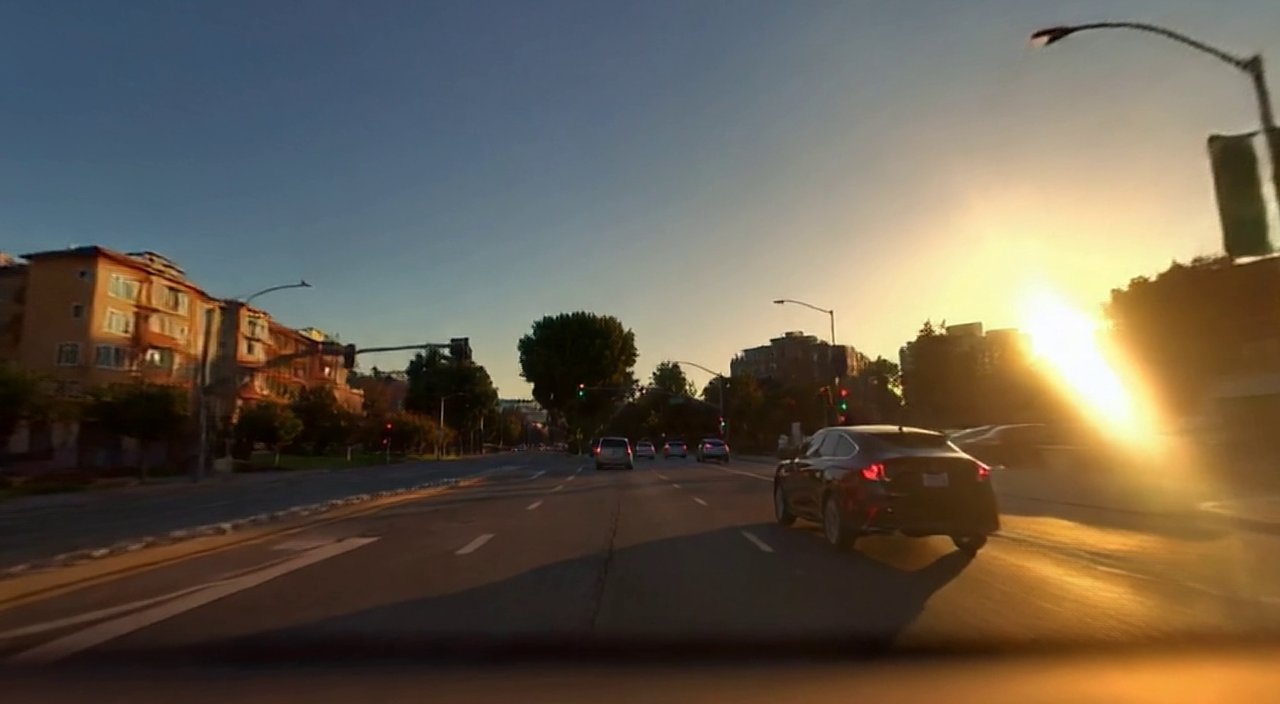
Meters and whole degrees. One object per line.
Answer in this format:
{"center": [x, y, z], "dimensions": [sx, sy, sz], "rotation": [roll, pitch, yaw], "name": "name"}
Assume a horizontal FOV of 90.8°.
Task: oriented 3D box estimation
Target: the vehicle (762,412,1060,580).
{"center": [3.197, 1.798, 8.759], "dimensions": [1.893, 1.664, 4.670], "rotation": [1, -8, -2], "name": "vehicle"}

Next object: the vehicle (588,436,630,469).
{"center": [-1.680, 5.431, 34.251], "dimensions": [2.101, 1.641, 4.341], "rotation": [1, -8, -2], "name": "vehicle"}

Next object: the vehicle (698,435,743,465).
{"center": [5.373, 6.666, 43.069], "dimensions": [2.052, 1.886, 5.297], "rotation": [1, -8, -4], "name": "vehicle"}
